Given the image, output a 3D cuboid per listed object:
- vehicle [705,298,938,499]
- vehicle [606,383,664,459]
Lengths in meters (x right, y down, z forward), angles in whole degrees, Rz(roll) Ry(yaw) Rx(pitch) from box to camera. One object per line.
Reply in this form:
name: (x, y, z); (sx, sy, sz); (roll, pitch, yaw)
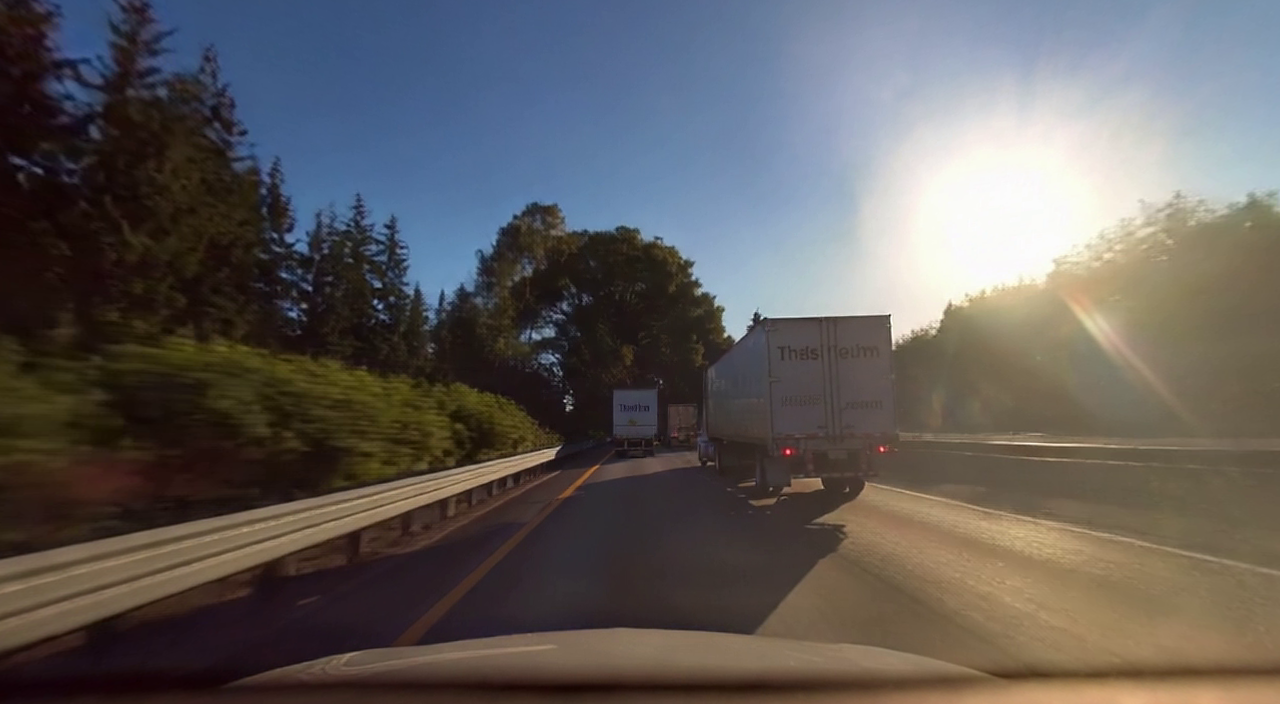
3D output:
vehicle: (4.453, 1.891, 20.222); (2.856, 4.145, 14.500); (0, -8, -1)
vehicle: (-0.350, 4.264, 37.700); (2.958, 3.917, 10.196); (0, -8, -1)
